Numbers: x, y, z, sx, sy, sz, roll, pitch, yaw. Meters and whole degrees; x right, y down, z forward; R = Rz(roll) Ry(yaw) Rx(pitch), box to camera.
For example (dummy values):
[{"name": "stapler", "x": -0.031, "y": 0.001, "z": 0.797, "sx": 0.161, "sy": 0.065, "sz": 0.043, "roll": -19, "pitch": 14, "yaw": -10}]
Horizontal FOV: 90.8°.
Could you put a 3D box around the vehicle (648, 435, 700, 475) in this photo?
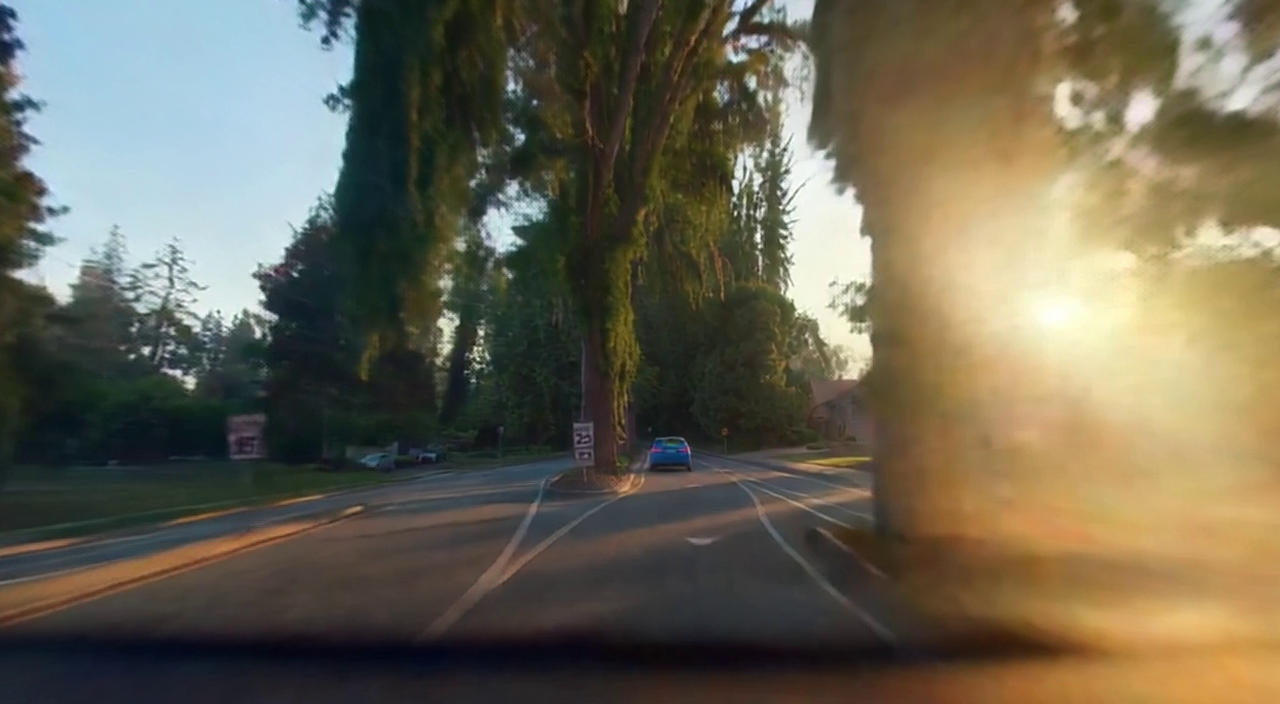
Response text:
[{"name": "vehicle", "x": 1.511, "y": 4.764, "z": 29.316, "sx": 2.216, "sy": 1.708, "sz": 4.110, "roll": 0, "pitch": -9, "yaw": 1}]
